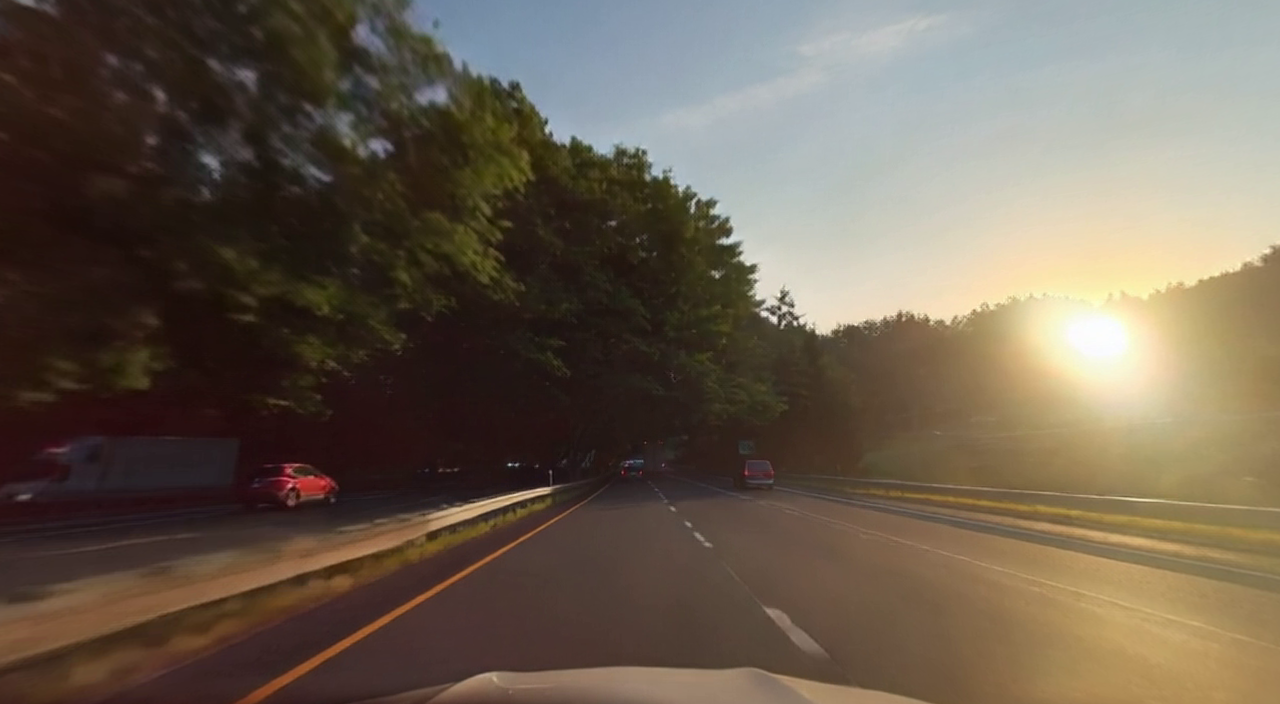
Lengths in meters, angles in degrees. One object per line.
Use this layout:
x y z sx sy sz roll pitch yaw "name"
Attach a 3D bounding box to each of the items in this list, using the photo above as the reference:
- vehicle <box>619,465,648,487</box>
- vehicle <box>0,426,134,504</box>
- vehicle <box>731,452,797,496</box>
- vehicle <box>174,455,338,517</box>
-0.494 8.947 45.665 1.987 1.467 3.903 1 -10 -1 "vehicle"
-31.812 6.194 34.504 2.934 3.826 5.929 1 -10 -1 "vehicle"
5.593 5.608 29.071 1.998 1.776 4.663 1 -10 -1 "vehicle"
-11.638 4.097 19.613 1.952 1.618 4.859 1 -10 1 "vehicle"
